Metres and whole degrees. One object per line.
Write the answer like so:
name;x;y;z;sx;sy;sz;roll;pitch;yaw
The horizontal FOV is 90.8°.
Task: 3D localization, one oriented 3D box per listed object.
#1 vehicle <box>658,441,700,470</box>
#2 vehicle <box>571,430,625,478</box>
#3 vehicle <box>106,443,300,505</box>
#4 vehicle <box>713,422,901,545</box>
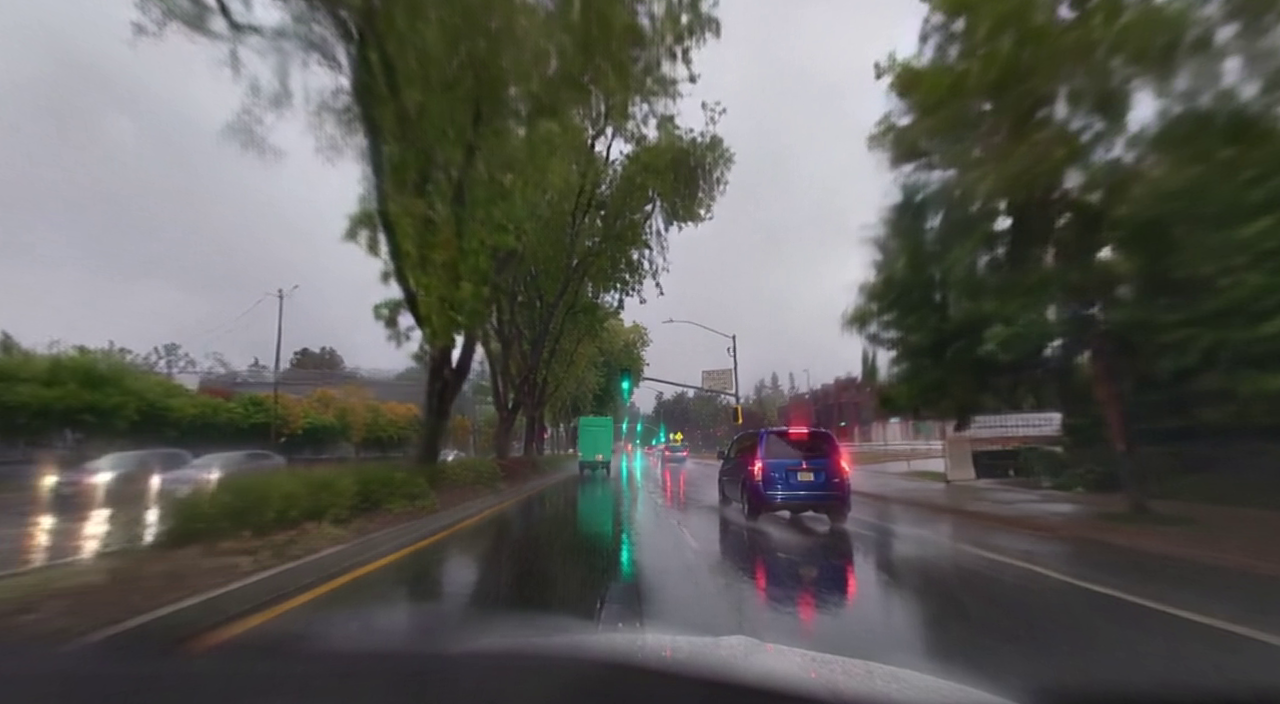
vehicle;2.434;6.567;40.328;2.248;1.692;4.252;0;-9;-2
vehicle;-1.872;4.752;29.644;2.228;2.054;4.309;0;-9;0
vehicle;-11.803;3.297;17.578;2.116;1.481;4.572;0;-9;0
vehicle;2.554;2.123;10.836;1.965;1.671;4.146;0;-9;-2
